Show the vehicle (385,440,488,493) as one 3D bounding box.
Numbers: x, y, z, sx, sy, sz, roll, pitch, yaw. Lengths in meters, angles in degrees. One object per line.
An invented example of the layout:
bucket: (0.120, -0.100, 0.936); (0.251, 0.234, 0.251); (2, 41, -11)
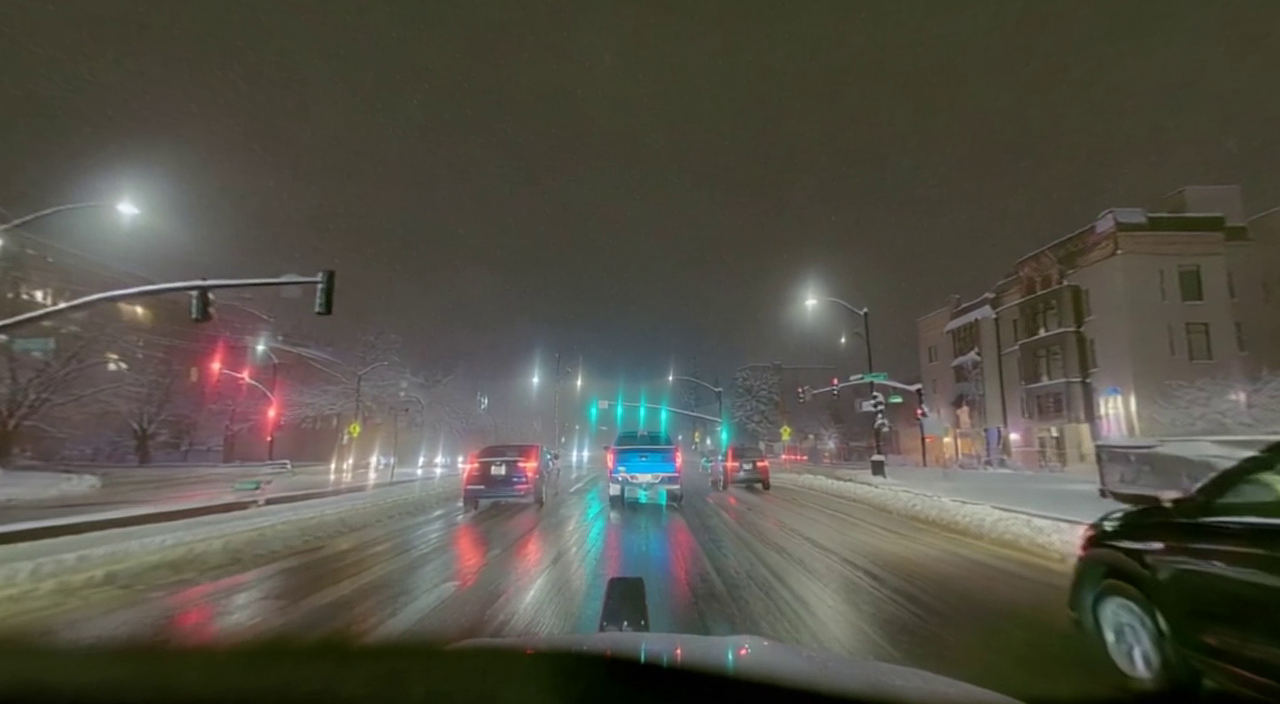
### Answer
vehicle: (-6.625, 3.748, 21.076); (1.907, 1.541, 4.364); (0, -8, 1)

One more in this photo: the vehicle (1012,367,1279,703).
vehicle: (3.433, 0.818, 2.026); (1.955, 1.628, 4.152); (0, -8, 1)

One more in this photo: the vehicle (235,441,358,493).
vehicle: (-12.239, 4.091, 22.867); (2.054, 1.662, 4.384); (0, -8, -1)

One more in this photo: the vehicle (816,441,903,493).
vehicle: (8.851, 4.626, 25.854); (2.126, 1.820, 4.521); (2, -8, 2)

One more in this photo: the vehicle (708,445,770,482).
vehicle: (4.201, 4.789, 27.449); (1.968, 1.472, 4.456); (0, -8, 0)

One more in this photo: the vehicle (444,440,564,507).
vehicle: (-3.268, 3.013, 16.199); (1.986, 1.465, 4.509); (0, -8, 1)

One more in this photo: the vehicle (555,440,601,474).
vehicle: (-3.321, 5.693, 34.492); (2.018, 1.700, 4.142); (0, -8, 0)

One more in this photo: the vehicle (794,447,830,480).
vehicle: (10.140, 6.508, 37.157); (1.944, 1.718, 4.122); (-1, -8, 15)

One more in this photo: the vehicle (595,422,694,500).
vehicle: (0.095, 3.112, 18.419); (2.493, 1.934, 4.957); (0, -8, 0)

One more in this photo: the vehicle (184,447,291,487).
vehicle: (-18.527, 5.273, 29.300); (2.025, 1.625, 4.527); (0, -8, -1)
